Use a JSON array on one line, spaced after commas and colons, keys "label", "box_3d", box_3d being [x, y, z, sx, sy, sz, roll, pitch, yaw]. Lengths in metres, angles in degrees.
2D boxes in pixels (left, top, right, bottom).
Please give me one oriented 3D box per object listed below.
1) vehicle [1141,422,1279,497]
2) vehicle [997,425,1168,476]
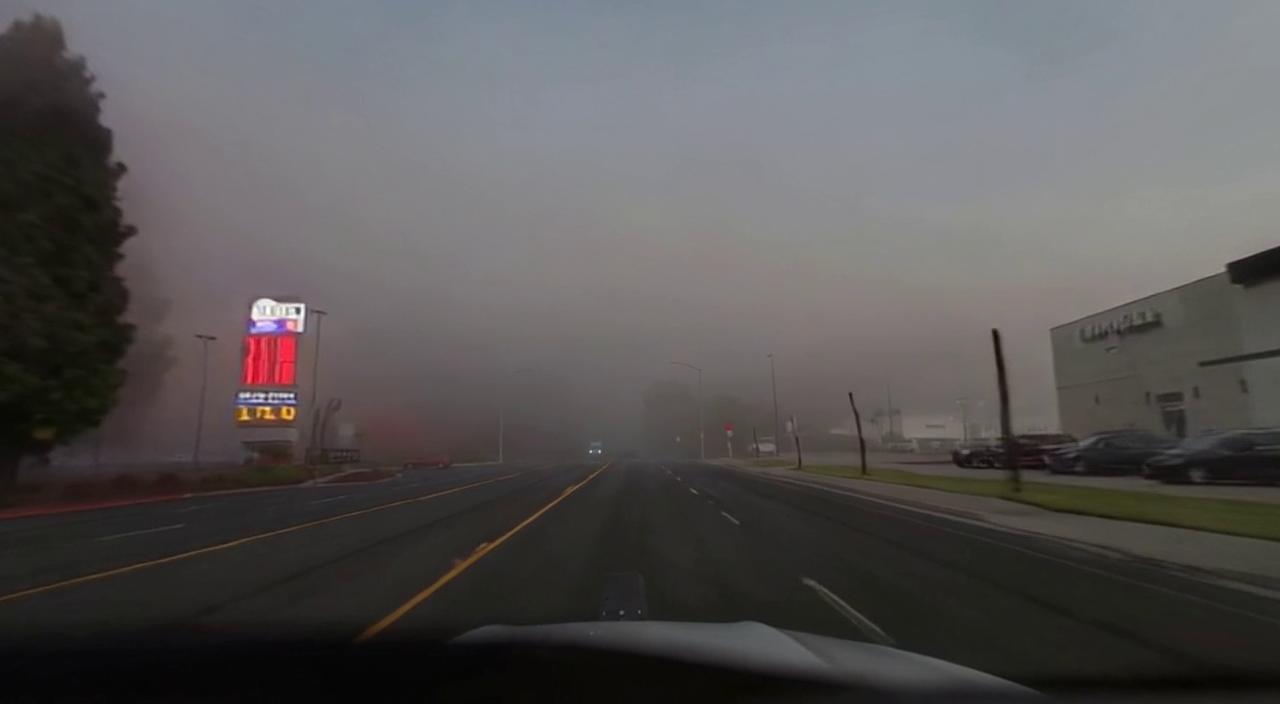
[{"label": "vehicle", "box_3d": [16.104, 2.674, 16.250, 4.648, 1.637, 2.029, -3, -8, -3]}, {"label": "vehicle", "box_3d": [16.052, 3.596, 23.143, 4.656, 1.748, 2.059, 0, -8, 1]}]
